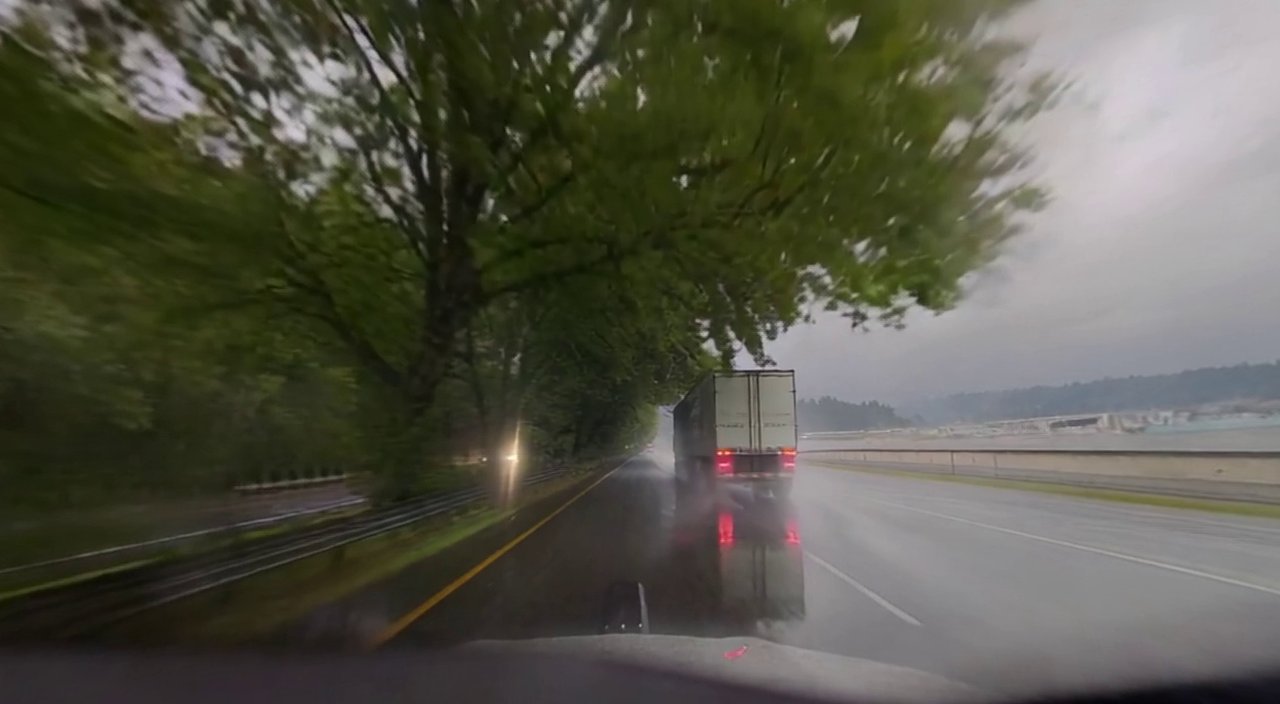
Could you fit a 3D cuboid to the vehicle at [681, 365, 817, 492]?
[{"bbox_3d":[3.740,3.369,26.144,2.955,3.825,14.115,0,-9,-1],"label":"vehicle"}]
